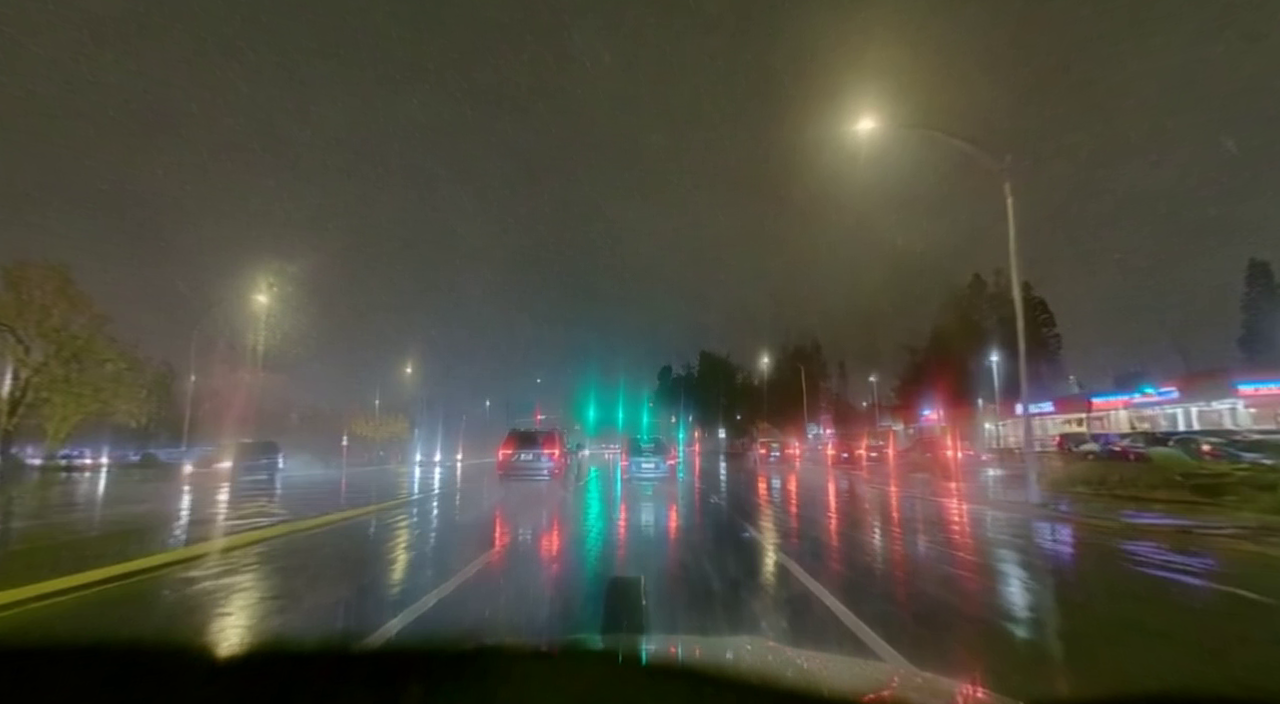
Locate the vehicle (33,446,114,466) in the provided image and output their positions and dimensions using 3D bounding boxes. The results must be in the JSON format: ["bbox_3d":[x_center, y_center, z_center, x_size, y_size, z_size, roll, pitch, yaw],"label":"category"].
[{"bbox_3d":[-42.909,7.856,47.782,4.307,1.468,1.814,0,-8,0],"label":"vehicle"}]

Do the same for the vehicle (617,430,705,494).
[{"bbox_3d":[0.518,2.893,16.906,2.061,1.494,4.079,0,-8,0],"label":"vehicle"}]

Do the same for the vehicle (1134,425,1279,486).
[{"bbox_3d":[15.501,2.556,15.740,4.756,1.422,1.831,0,-8,0],"label":"vehicle"}]

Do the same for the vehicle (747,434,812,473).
[{"bbox_3d":[5.790,4.258,26.598,1.900,1.507,4.151,0,-8,2],"label":"vehicle"}]

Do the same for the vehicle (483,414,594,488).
[{"bbox_3d":[-2.843,2.967,19.105,2.289,1.935,5.227,0,-8,2],"label":"vehicle"}]

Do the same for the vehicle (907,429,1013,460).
[{"bbox_3d":[16.285,4.722,32.240,4.323,1.496,1.937,0,-8,0],"label":"vehicle"}]

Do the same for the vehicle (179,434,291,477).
[{"bbox_3d":[-18.703,4.797,29.418,2.141,1.820,4.690,0,-8,-1],"label":"vehicle"}]

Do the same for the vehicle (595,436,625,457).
[{"bbox_3d":[-2.173,7.009,46.744,1.902,1.522,3.523,-1,-8,3],"label":"vehicle"}]

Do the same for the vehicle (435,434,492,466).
[{"bbox_3d":[-8.943,5.010,32.247,1.795,1.508,4.057,0,-8,-1],"label":"vehicle"}]

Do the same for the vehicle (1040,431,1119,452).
[{"bbox_3d":[31.651,6.503,45.591,1.903,1.447,4.820,1,-8,-6],"label":"vehicle"}]
